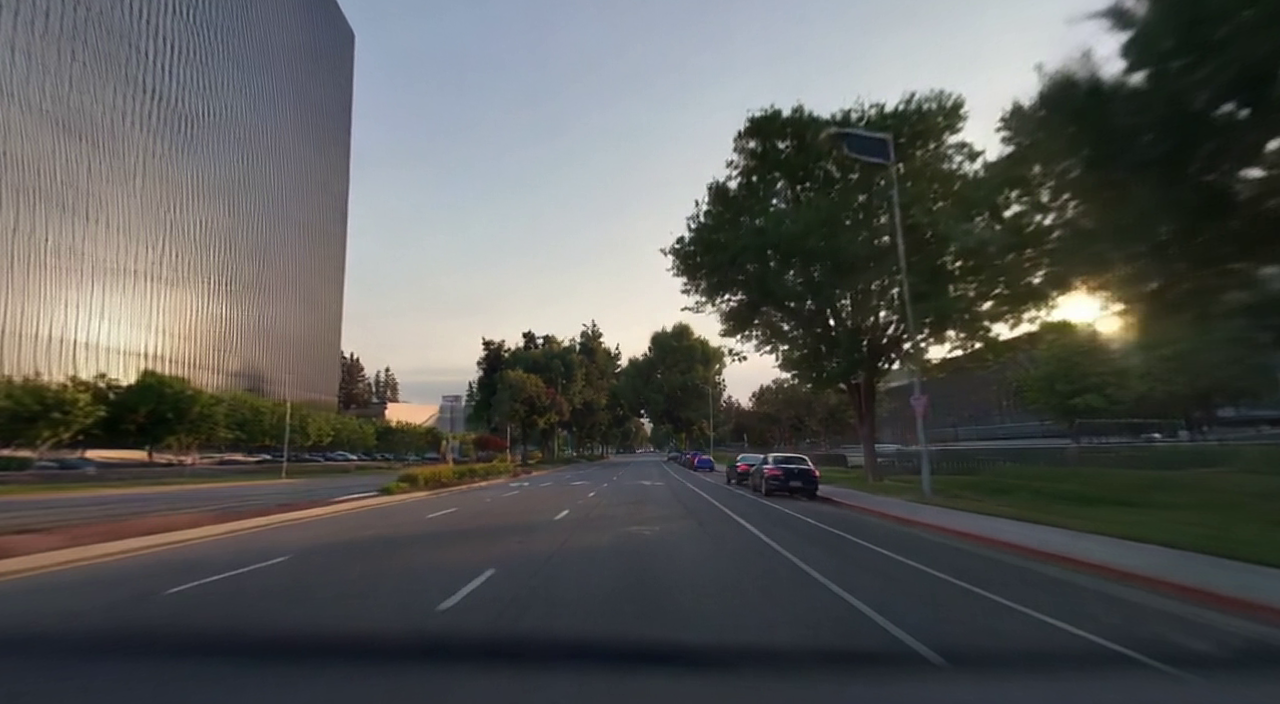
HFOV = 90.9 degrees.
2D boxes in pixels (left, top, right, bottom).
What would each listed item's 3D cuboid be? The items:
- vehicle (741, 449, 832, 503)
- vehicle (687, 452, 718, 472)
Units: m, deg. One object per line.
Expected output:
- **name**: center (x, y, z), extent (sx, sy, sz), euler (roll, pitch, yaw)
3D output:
- **vehicle**: center (4.654, 3.979, 20.741), extent (1.909, 1.503, 4.368), euler (0, -8, 0)
- **vehicle**: center (4.844, 8.580, 49.264), extent (1.872, 1.420, 4.201), euler (0, -8, -1)
